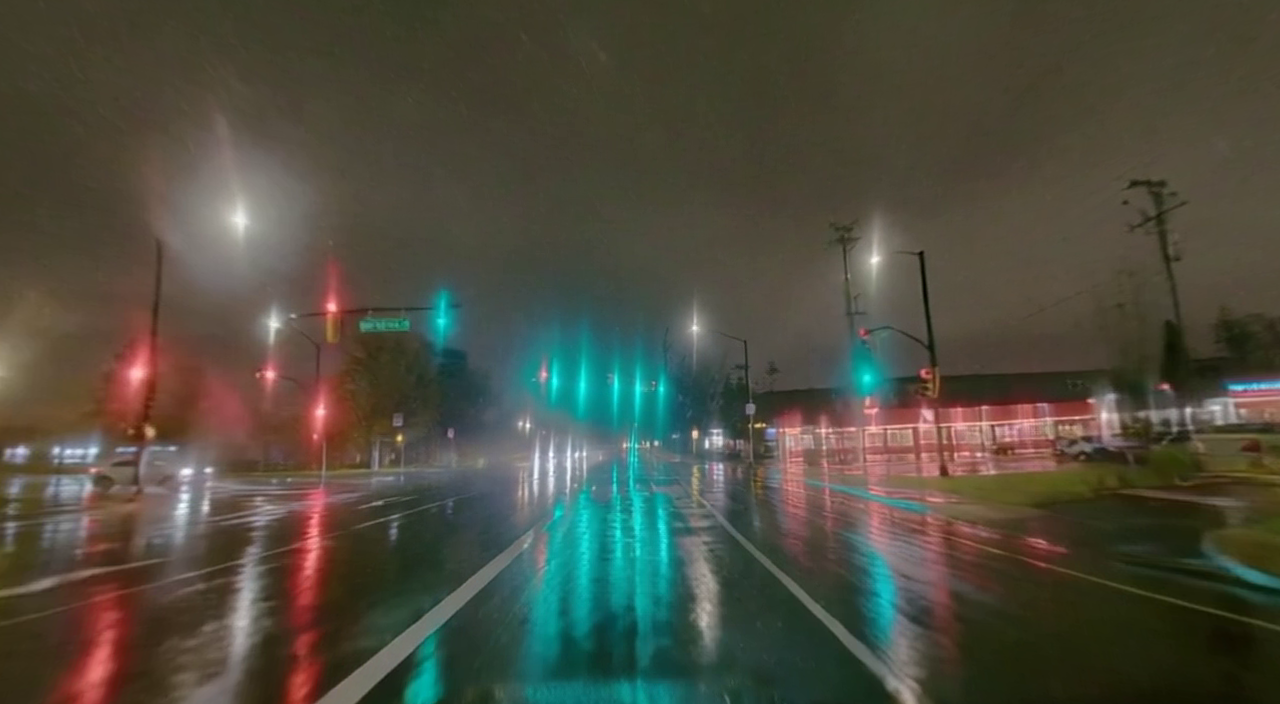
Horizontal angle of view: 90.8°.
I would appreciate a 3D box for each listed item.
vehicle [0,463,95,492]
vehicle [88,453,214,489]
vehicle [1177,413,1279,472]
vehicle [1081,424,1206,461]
[{"bbox_3d":[-34.457,7.237,36.340,4.741,1.416,1.803,-4,-12,5],"label":"vehicle"},{"bbox_3d":[-25.161,6.118,32.638,4.727,1.719,2.095,-1,-9,1],"label":"vehicle"},{"bbox_3d":[18.707,2.644,18.458,1.879,1.643,4.484,0,-8,-3],"label":"vehicle"},{"bbox_3d":[22.621,4.101,28.496,4.022,1.579,1.826,-1,-8,1],"label":"vehicle"}]
